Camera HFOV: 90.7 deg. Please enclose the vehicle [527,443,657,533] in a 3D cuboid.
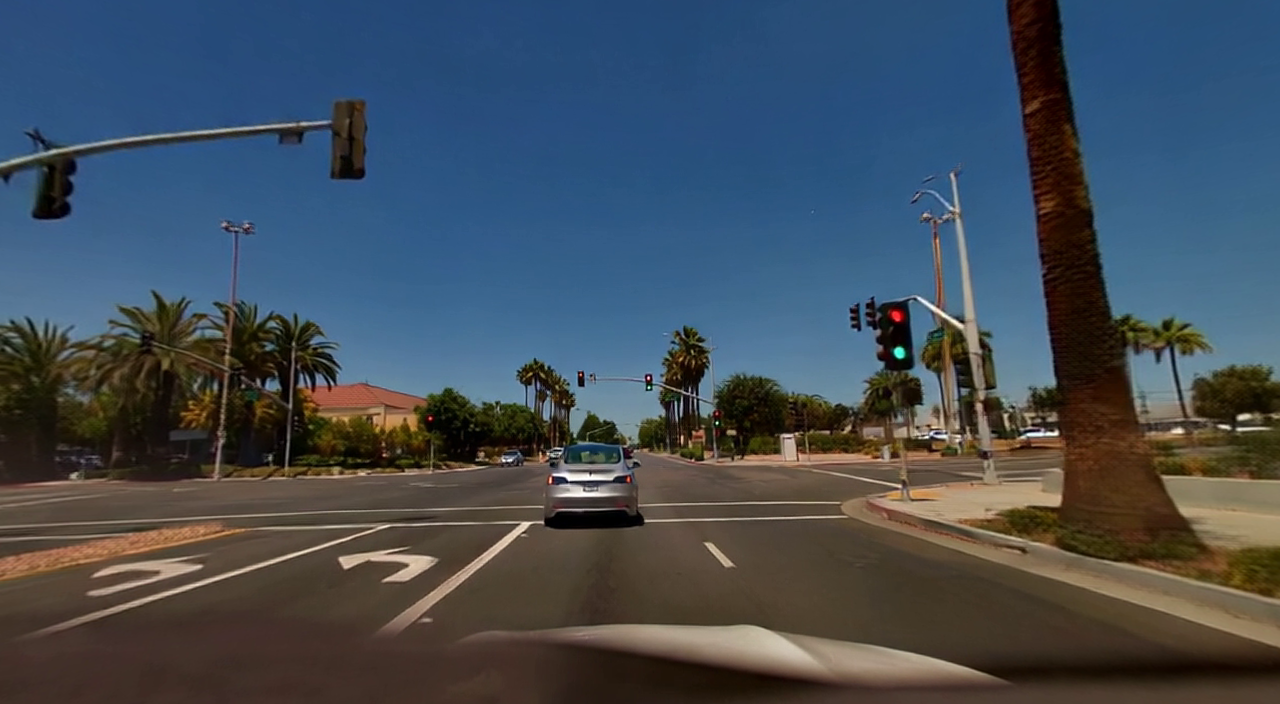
[{"bbox_3d":[-0.857,2.593,12.737,2.152,1.478,4.229,0,-9,-2],"label":"vehicle"}]
